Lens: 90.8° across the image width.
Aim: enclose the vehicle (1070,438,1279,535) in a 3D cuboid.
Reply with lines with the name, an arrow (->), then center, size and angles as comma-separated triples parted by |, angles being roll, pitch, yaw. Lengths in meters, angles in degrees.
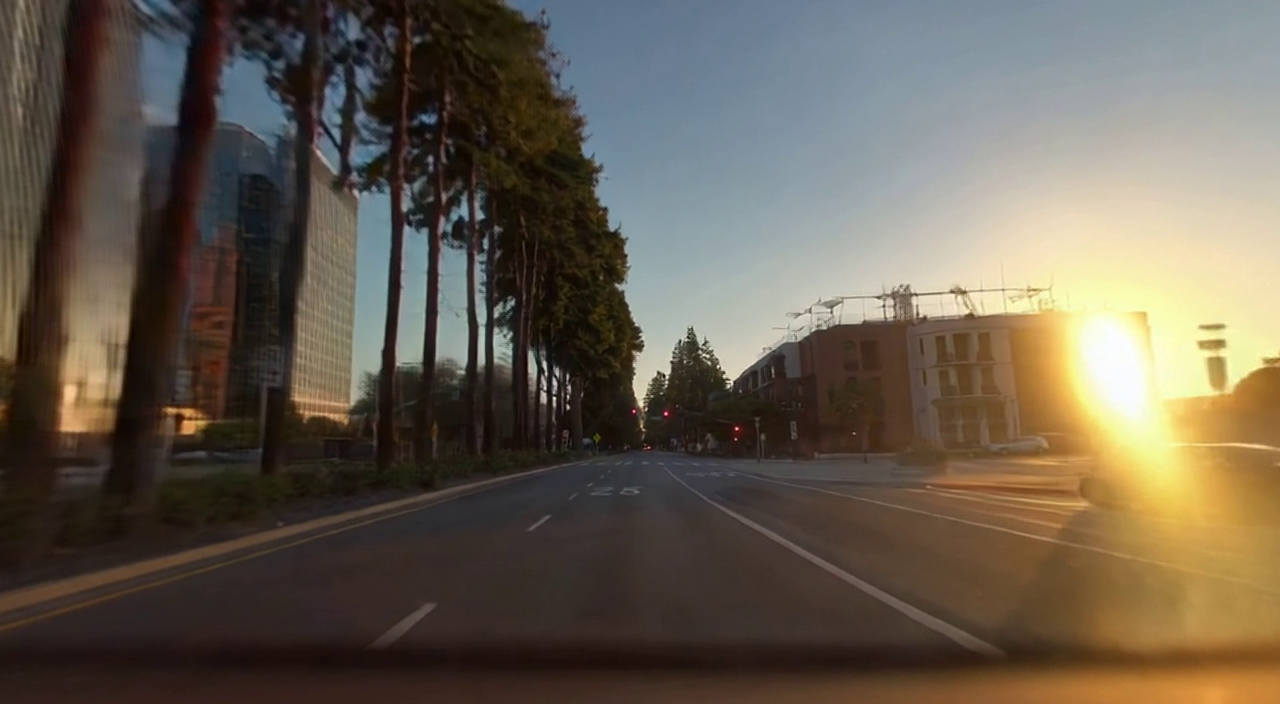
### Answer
vehicle -> 10.952, 2.437, 12.162 | 2.043, 1.491, 4.627 | 0, -9, 0
